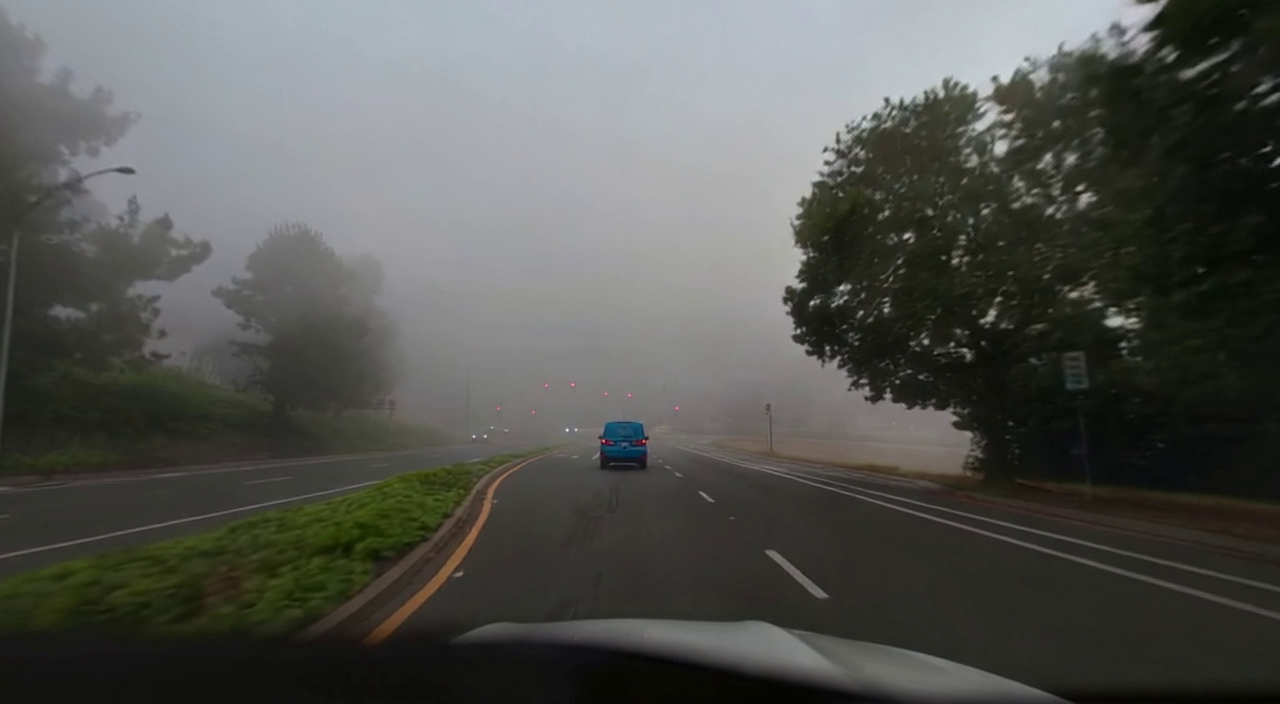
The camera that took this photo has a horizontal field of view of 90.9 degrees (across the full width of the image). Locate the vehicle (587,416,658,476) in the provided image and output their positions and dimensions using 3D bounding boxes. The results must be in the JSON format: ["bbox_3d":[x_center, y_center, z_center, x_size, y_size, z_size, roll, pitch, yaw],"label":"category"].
[{"bbox_3d":[-0.599,3.208,21.508,2.185,1.822,4.391,0,-8,-2],"label":"vehicle"}]
